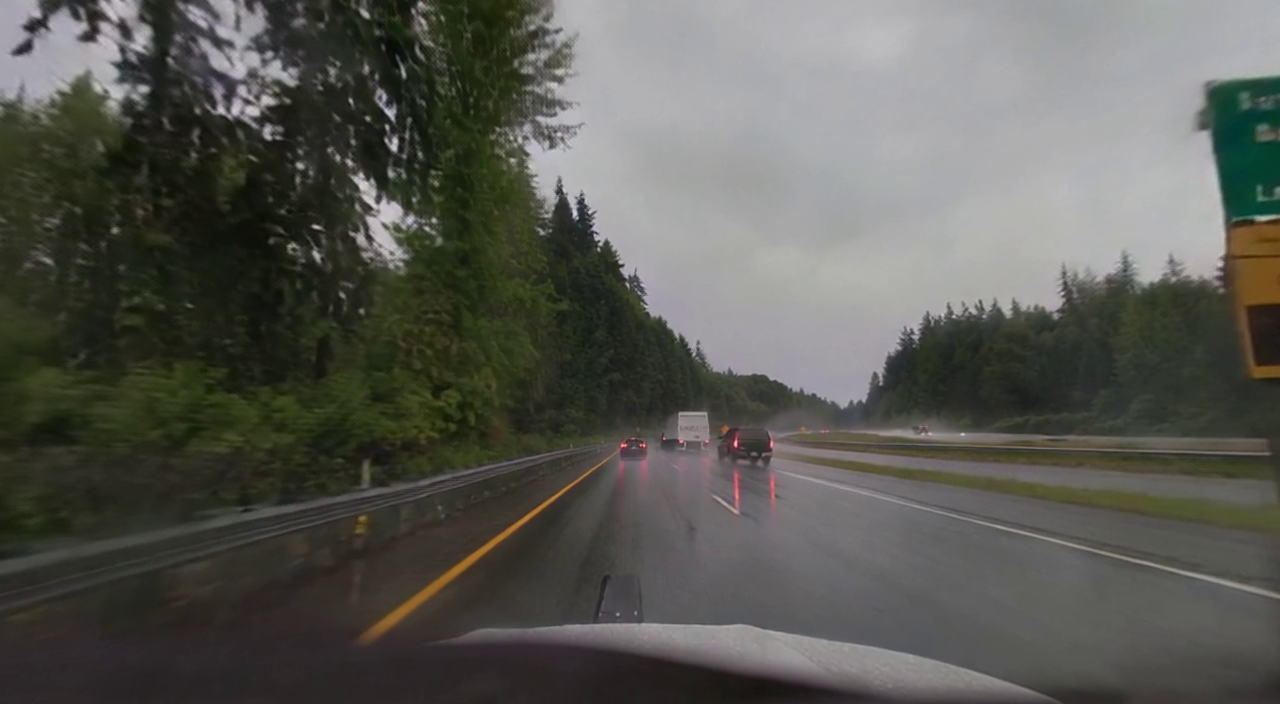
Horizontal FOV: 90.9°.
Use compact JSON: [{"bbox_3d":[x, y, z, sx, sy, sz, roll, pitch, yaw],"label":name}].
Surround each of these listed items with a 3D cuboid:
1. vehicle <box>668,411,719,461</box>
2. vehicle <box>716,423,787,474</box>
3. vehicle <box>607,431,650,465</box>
[{"bbox_3d":[3.476,5.705,42.952,2.728,3.053,7.708,0,-8,0],"label":"vehicle"},{"bbox_3d":[4.465,3.910,25.886,2.073,1.905,4.023,0,-8,-1],"label":"vehicle"},{"bbox_3d":[-0.603,5.175,34.258,2.206,1.681,4.111,0,-8,-1],"label":"vehicle"}]
